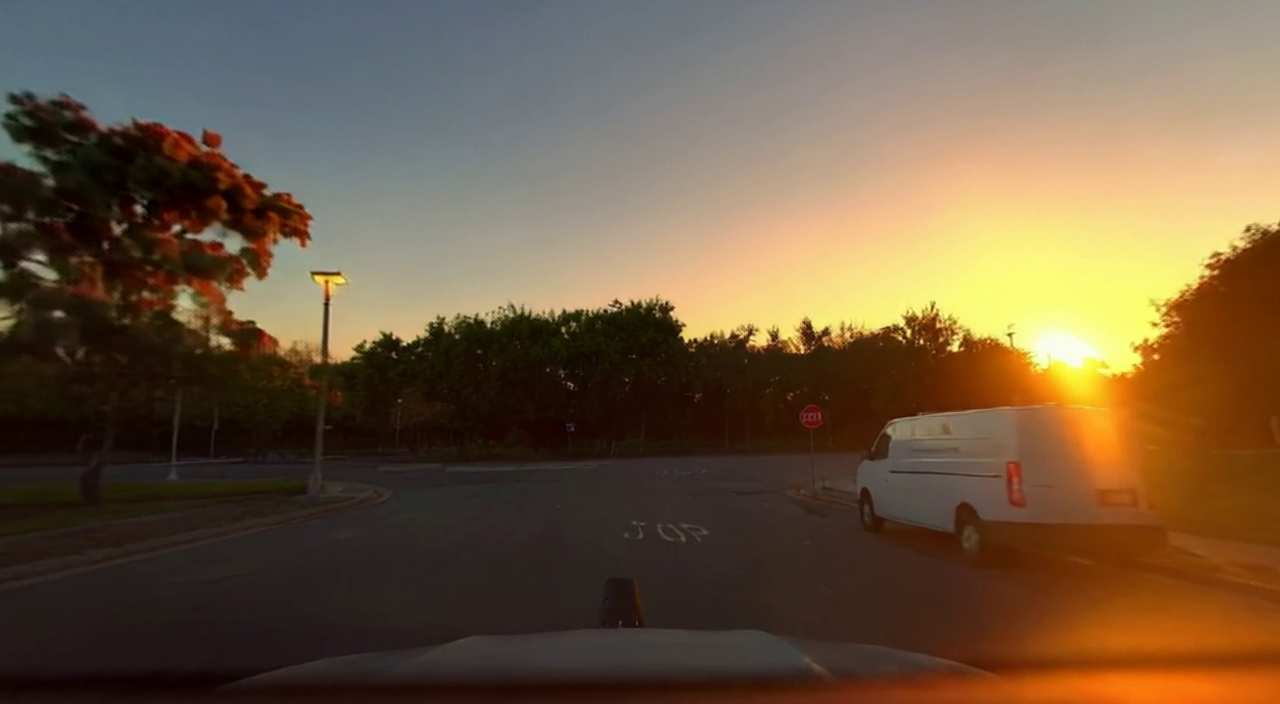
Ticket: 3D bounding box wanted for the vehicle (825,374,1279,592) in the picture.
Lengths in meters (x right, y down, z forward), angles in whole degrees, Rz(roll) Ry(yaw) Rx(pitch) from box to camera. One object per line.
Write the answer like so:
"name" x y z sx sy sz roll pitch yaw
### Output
"vehicle" 5.235 1.798 9.680 2.659 2.245 5.991 0 -8 -3
